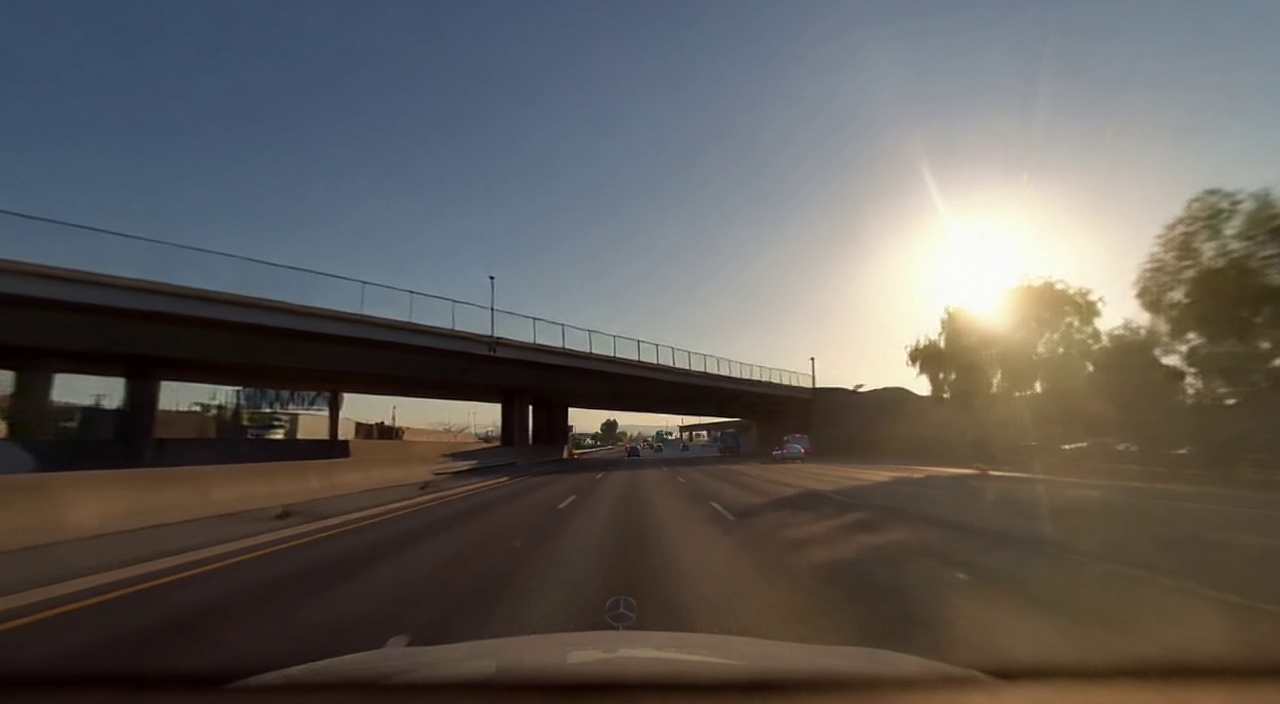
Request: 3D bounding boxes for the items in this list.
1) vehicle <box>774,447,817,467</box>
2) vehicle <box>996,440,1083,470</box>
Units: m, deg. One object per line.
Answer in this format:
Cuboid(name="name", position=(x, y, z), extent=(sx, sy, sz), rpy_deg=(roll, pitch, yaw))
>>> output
Cuboid(name="vehicle", position=(12.126, 8.174, 49.341), extent=(2.017, 1.478, 4.364), rpy_deg=(0, -8, -3))
Cuboid(name="vehicle", position=(26.388, 6.819, 41.855), extent=(2.074, 1.881, 5.056), rpy_deg=(1, -8, -5))
